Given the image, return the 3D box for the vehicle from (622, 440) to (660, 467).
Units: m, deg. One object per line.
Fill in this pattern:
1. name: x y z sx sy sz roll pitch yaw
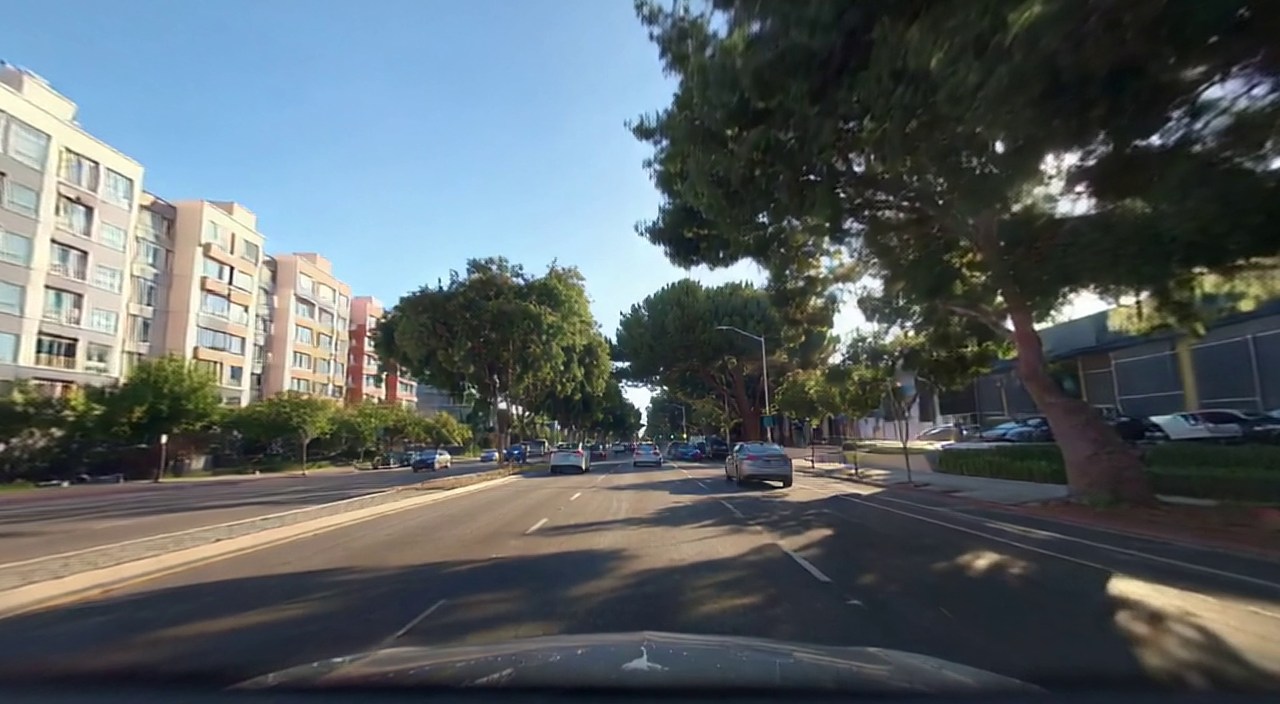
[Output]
1. vehicle: 0.035 5.973 37.180 2.101 1.480 3.929 0 -8 0

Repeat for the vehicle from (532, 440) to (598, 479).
1. vehicle: -2.966 4.379 25.984 2.082 1.467 4.379 0 -8 1

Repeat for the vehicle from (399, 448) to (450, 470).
1. vehicle: -15.778 7.849 46.360 2.018 1.465 4.672 0 -8 1

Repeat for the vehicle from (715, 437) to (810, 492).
1. vehicle: 3.655 3.416 19.641 1.990 1.486 4.431 0 -8 -1
